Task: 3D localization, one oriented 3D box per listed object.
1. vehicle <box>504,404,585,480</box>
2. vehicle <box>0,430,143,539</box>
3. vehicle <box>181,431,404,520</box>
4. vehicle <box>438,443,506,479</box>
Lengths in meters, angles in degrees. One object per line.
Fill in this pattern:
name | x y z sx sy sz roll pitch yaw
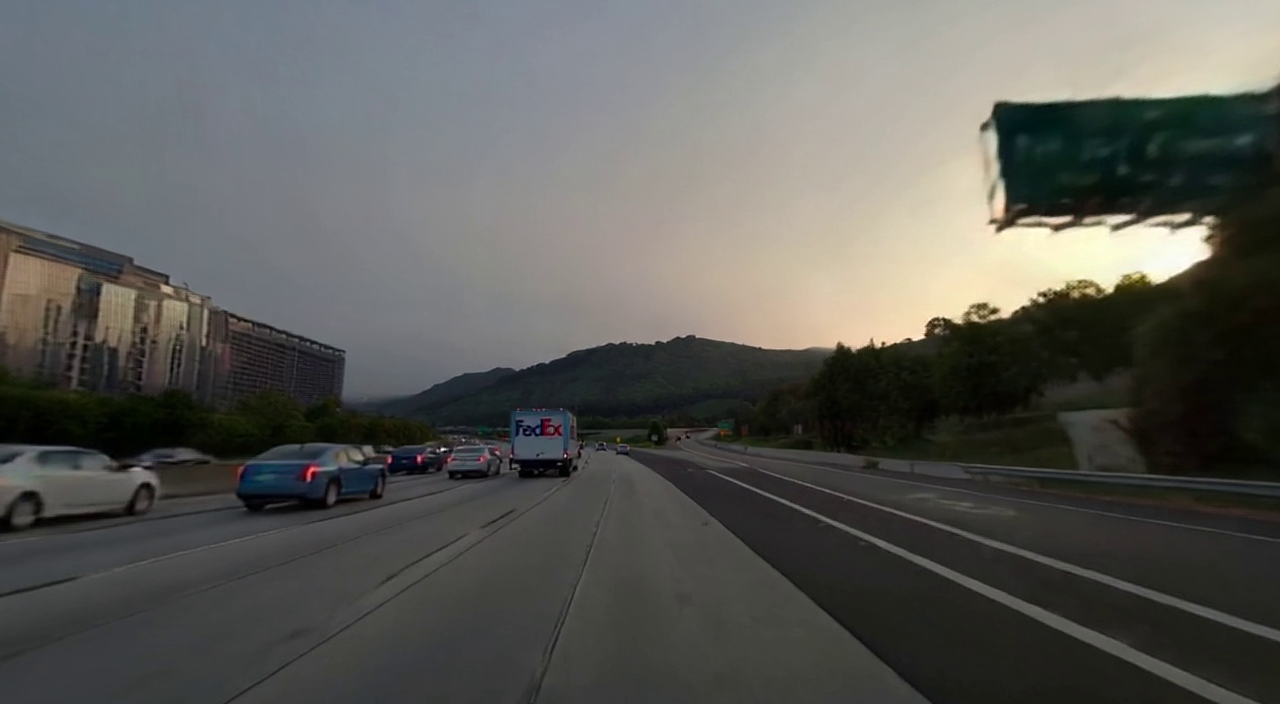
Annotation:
vehicle | -4.388 4.388 30.739 2.798 3.212 7.573 0 -8 0
vehicle | -11.679 2.272 10.966 2.188 1.784 4.724 0 -8 0
vehicle | -7.859 2.829 15.091 2.461 1.767 4.991 0 -8 0
vehicle | -8.214 5.338 31.285 2.143 1.628 4.559 0 -8 0
